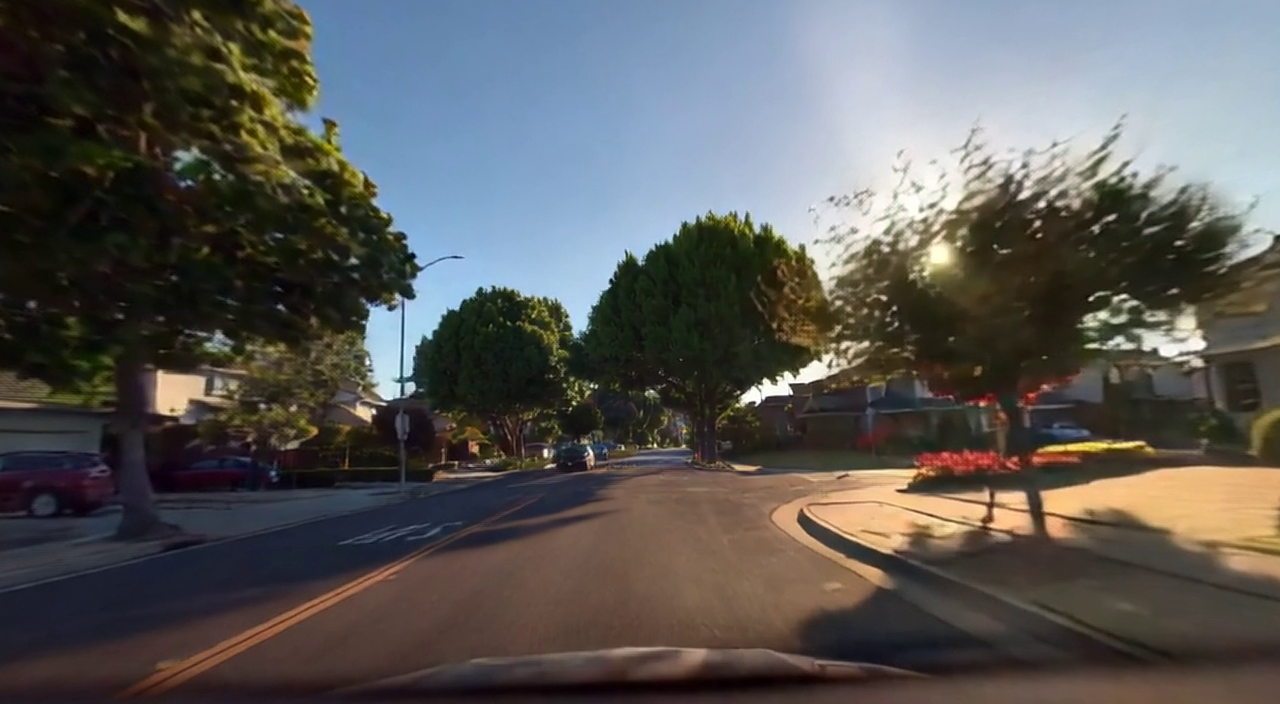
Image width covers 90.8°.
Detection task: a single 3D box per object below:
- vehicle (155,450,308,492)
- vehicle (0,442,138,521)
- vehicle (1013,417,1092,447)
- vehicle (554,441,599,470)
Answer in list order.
[{"bbox_3d":[-15.124,4.392,23.554,4.370,1.482,1.926,0,-9,2],"label":"vehicle"},{"bbox_3d":[-14.704,2.945,14.677,4.237,1.687,1.970,1,-9,-4],"label":"vehicle"},{"bbox_3d":[23.522,4.647,36.238,1.875,1.609,4.322,-1,-9,4],"label":"vehicle"},{"bbox_3d":[-3.754,6.189,37.914,2.025,1.660,4.151,-1,-9,4],"label":"vehicle"}]
